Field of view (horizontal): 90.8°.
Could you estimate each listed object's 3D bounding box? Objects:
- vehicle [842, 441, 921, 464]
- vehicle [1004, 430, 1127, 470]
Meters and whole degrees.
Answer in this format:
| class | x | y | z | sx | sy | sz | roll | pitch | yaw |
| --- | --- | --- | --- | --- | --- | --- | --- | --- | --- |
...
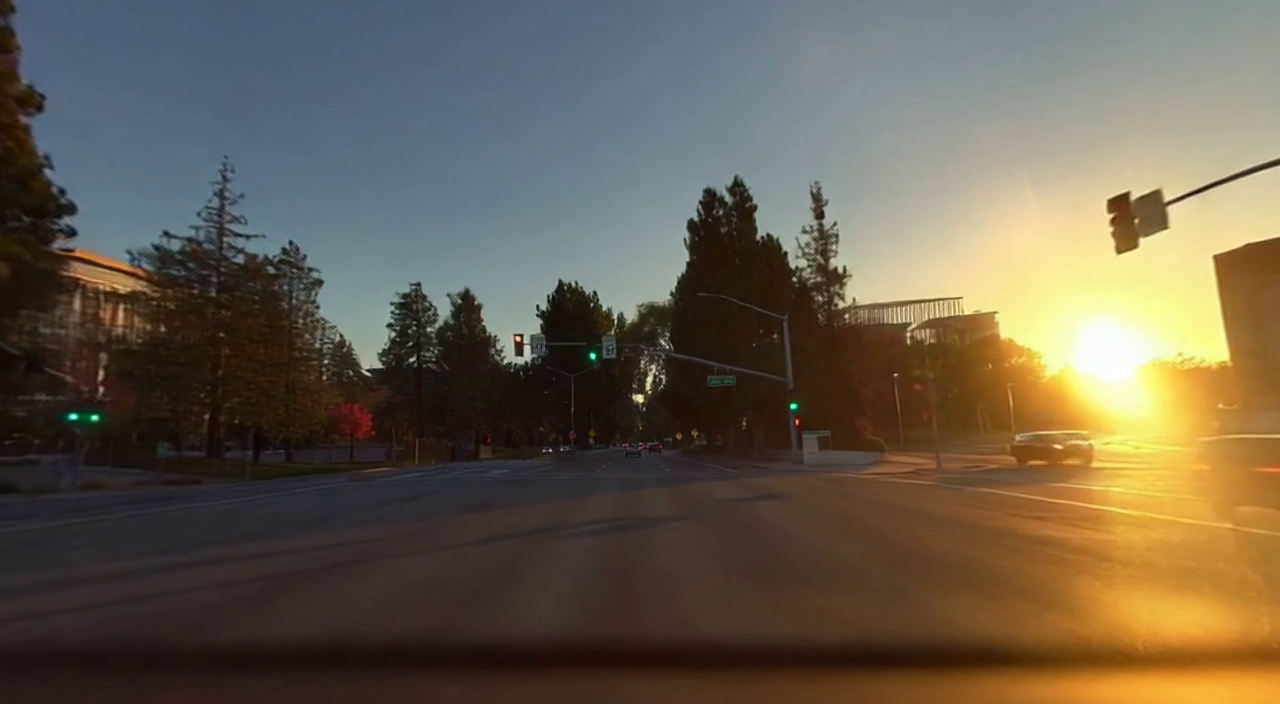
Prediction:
| class | x | y | z | sx | sy | sz | roll | pitch | yaw |
| --- | --- | --- | --- | --- | --- | --- | --- | --- | --- |
| vehicle | 16.035 | 6.708 | 42.139 | 4.483 | 1.452 | 1.924 | 0 | -9 | -1 |
| vehicle | 23.528 | 5.536 | 35.439 | 2.802 | 1.992 | 6.440 | -2 | -10 | 5 |
